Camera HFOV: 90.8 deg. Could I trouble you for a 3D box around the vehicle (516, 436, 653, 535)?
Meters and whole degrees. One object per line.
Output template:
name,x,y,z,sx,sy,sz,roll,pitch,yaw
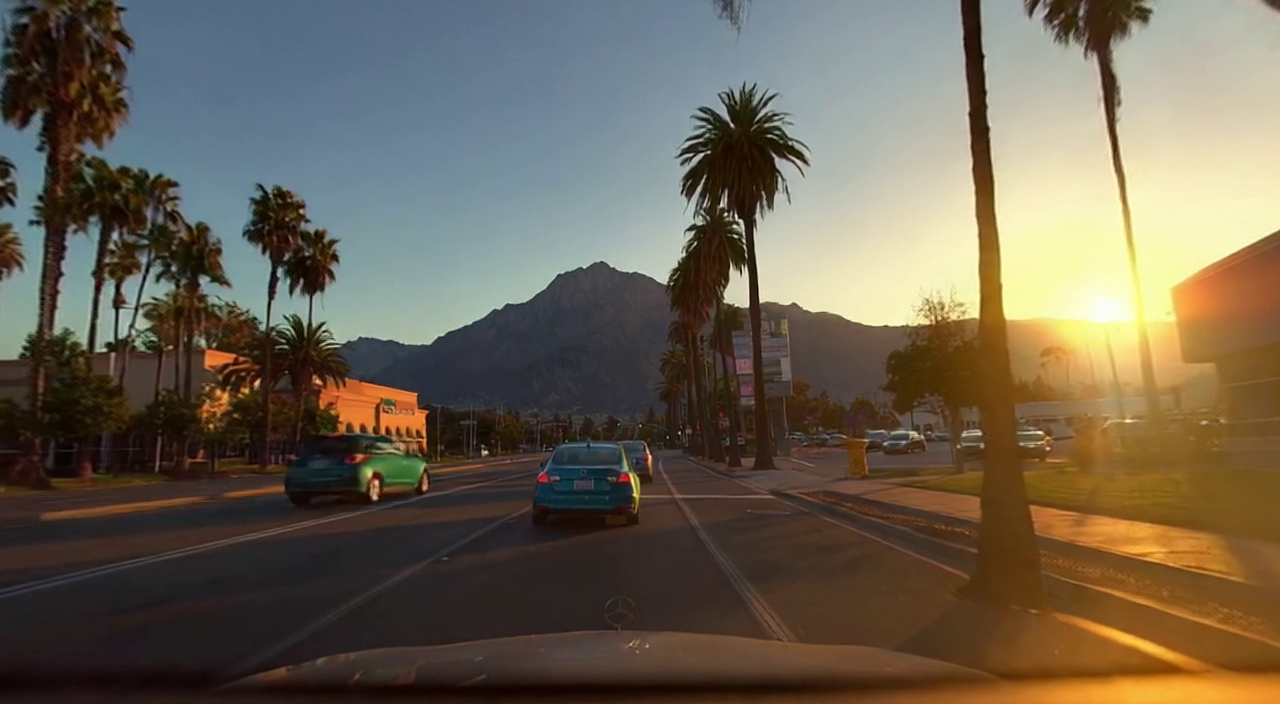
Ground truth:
vehicle,-0.935,2.297,11.520,2.067,1.459,3.886,0,-8,-3

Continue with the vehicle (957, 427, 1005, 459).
vehicle,17.828,4.775,33.115,1.961,1.526,4.640,-4,-9,27

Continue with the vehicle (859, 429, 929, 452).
vehicle,19.094,6.710,47.681,1.925,1.652,4.490,6,-10,-35

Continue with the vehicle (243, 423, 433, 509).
vehicle,-7.695,2.969,16.973,2.400,1.900,5.325,0,-8,1
